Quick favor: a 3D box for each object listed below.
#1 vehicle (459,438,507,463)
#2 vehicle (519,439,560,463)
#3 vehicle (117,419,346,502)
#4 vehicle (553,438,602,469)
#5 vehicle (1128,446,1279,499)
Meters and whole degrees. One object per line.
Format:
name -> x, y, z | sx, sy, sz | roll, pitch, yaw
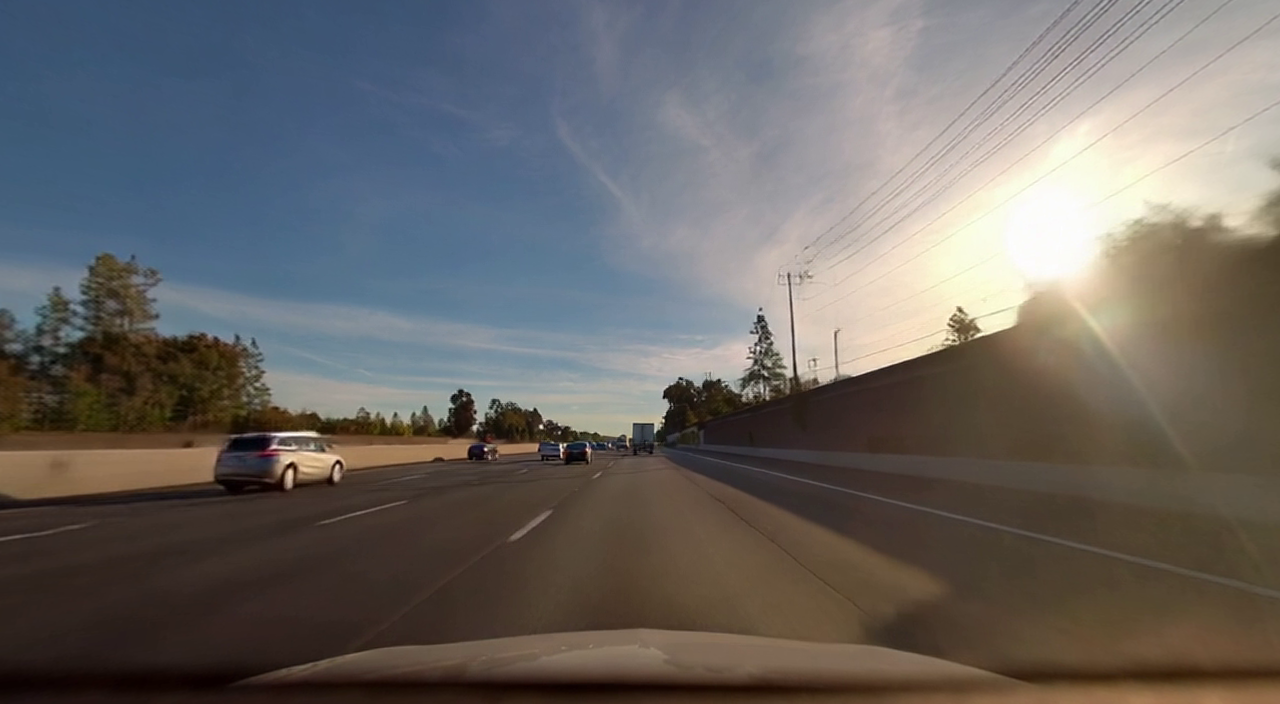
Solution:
vehicle -> -10.858, 6.835, 43.808 | 2.058, 1.621, 4.739 | 0, -9, 1
vehicle -> -6.901, 6.845, 43.696 | 1.946, 1.514, 4.687 | 0, -9, 1
vehicle -> -10.637, 2.893, 17.222 | 2.310, 1.853, 5.817 | 0, -9, 1
vehicle -> -3.278, 5.442, 33.875 | 2.045, 1.532, 4.954 | 0, -9, 1
vehicle -> 19.049, 3.898, 20.899 | 1.985, 1.521, 4.827 | 0, -9, 2
